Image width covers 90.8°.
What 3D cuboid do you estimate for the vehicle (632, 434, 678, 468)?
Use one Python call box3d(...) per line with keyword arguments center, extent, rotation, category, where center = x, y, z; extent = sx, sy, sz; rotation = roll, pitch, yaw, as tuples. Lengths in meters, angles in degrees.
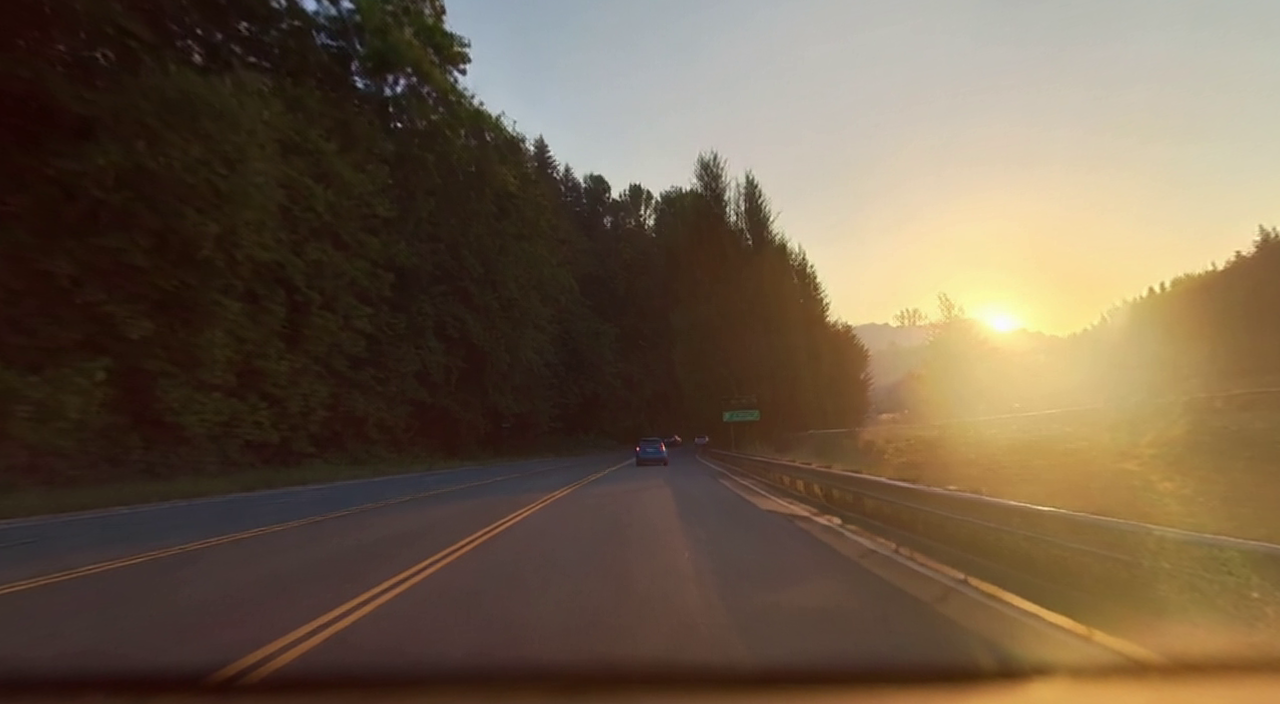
box3d(center=(0.891, 5.313, 34.074), extent=(2.294, 1.708, 4.110), rotation=(-1, -8, 4), category="vehicle")
